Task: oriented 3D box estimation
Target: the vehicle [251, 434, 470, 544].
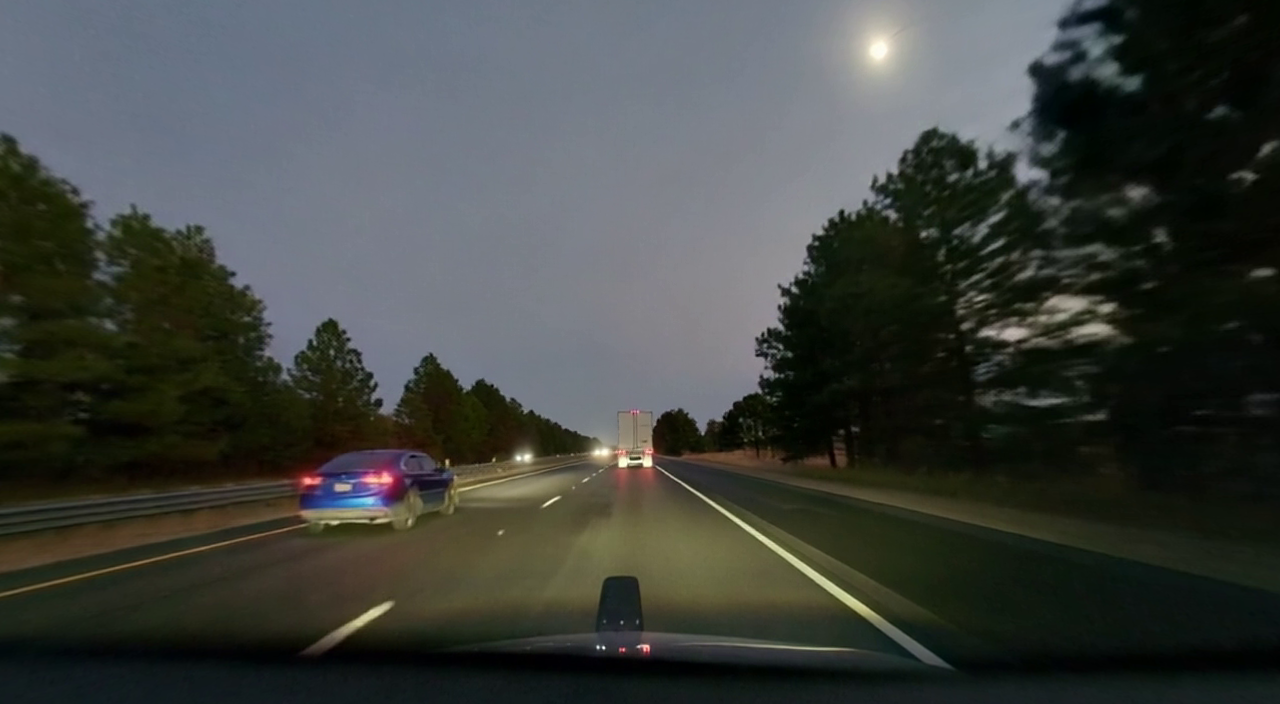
[{"bbox_3d":[-4.377,2.191,10.653,1.937,1.493,3.779,0,-9,0],"label":"vehicle"}]
